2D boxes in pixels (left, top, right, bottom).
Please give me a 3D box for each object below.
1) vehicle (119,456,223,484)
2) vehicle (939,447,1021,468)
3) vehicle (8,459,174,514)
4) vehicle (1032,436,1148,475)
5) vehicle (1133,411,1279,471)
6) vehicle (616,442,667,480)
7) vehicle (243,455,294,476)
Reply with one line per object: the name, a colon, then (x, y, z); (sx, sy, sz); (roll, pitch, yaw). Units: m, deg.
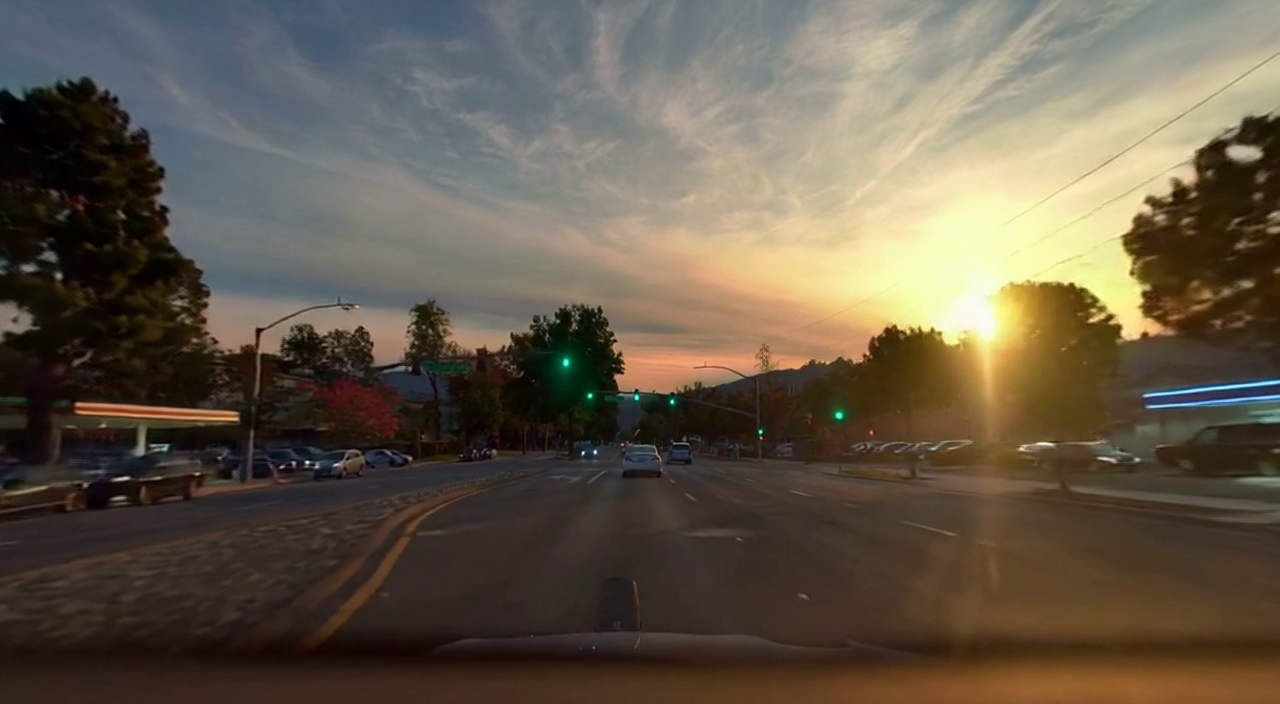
vehicle: (-28.133, 7.035, 37.900); (1.938, 1.462, 4.510); (-5, -10, 29)
vehicle: (24.751, 7.686, 45.890); (4.788, 1.481, 1.959); (0, -9, 1)
vehicle: (-19.039, 4.647, 22.160); (1.920, 1.638, 4.299); (0, -9, 0)
vehicle: (20.394, 4.724, 28.844); (1.950, 1.519, 4.860); (-4, -9, 5)
vehicle: (20.626, 3.108, 21.780); (2.254, 1.804, 5.953); (0, -9, -1)
vehicle: (0.050, 4.852, 28.306); (2.145, 1.572, 4.021); (0, -9, 0)
vehicle: (-28.818, 8.724, 48.734); (4.436, 1.464, 1.999); (-8, -11, 41)
